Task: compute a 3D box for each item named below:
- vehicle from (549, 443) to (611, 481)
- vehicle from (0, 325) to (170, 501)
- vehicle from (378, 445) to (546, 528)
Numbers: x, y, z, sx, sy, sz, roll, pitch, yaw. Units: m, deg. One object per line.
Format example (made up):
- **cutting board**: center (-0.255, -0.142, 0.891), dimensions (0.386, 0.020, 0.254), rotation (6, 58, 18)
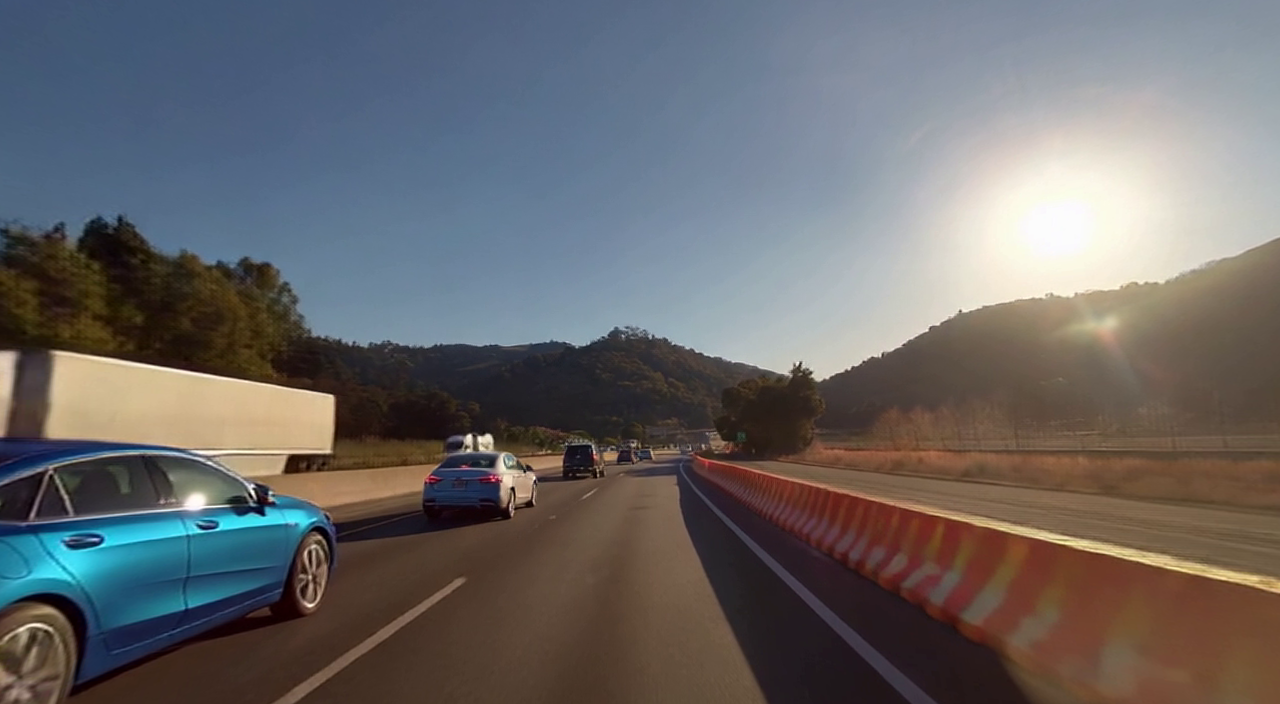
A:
- **vehicle**: center (-2.448, 4.650, 26.811), dimensions (2.094, 1.480, 4.124), rotation (-1, -9, 2)
- **vehicle**: center (-17.054, 1.804, 17.343), dimensions (3.005, 4.223, 6.332), rotation (0, -9, 1)
- **vehicle**: center (-3.214, 2.511, 12.324), dimensions (2.061, 1.330, 3.928), rotation (0, -9, 1)
